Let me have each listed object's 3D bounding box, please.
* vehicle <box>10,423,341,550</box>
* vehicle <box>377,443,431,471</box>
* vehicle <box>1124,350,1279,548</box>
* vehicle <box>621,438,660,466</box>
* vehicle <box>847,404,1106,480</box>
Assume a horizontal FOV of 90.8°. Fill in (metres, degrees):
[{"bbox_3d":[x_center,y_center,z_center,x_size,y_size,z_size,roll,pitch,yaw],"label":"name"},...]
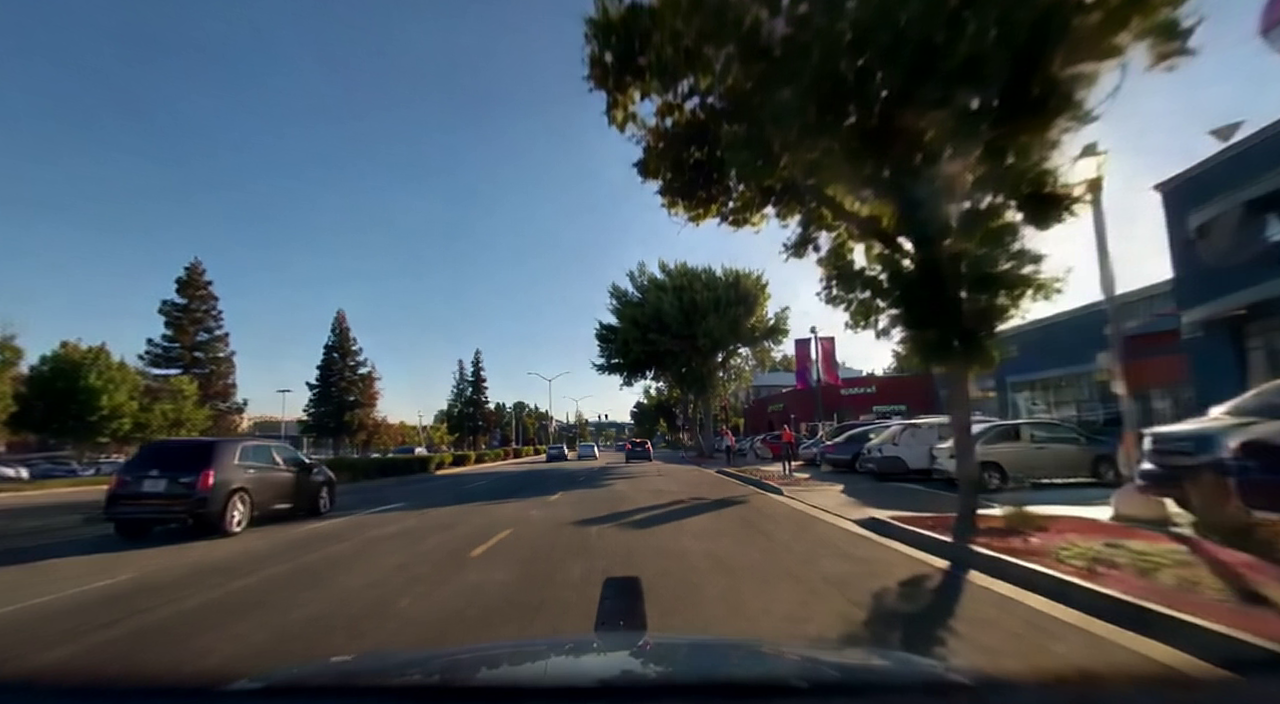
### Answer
[{"bbox_3d":[-7.224,2.116,10.689,2.038,1.649,4.665,0,-9,0],"label":"vehicle"},{"bbox_3d":[-16.497,7.352,44.396,2.127,1.716,4.548,-4,-8,-1],"label":"vehicle"},{"bbox_3d":[8.721,0.928,6.295,5.895,1.980,2.315,-7,-11,33],"label":"vehicle"},{"bbox_3d":[-0.049,5.597,35.405,2.061,1.469,3.954,0,-9,-2],"label":"vehicle"},{"bbox_3d":[9.294,2.552,17.929,5.976,1.994,2.295,0,-8,0],"label":"vehicle"}]
